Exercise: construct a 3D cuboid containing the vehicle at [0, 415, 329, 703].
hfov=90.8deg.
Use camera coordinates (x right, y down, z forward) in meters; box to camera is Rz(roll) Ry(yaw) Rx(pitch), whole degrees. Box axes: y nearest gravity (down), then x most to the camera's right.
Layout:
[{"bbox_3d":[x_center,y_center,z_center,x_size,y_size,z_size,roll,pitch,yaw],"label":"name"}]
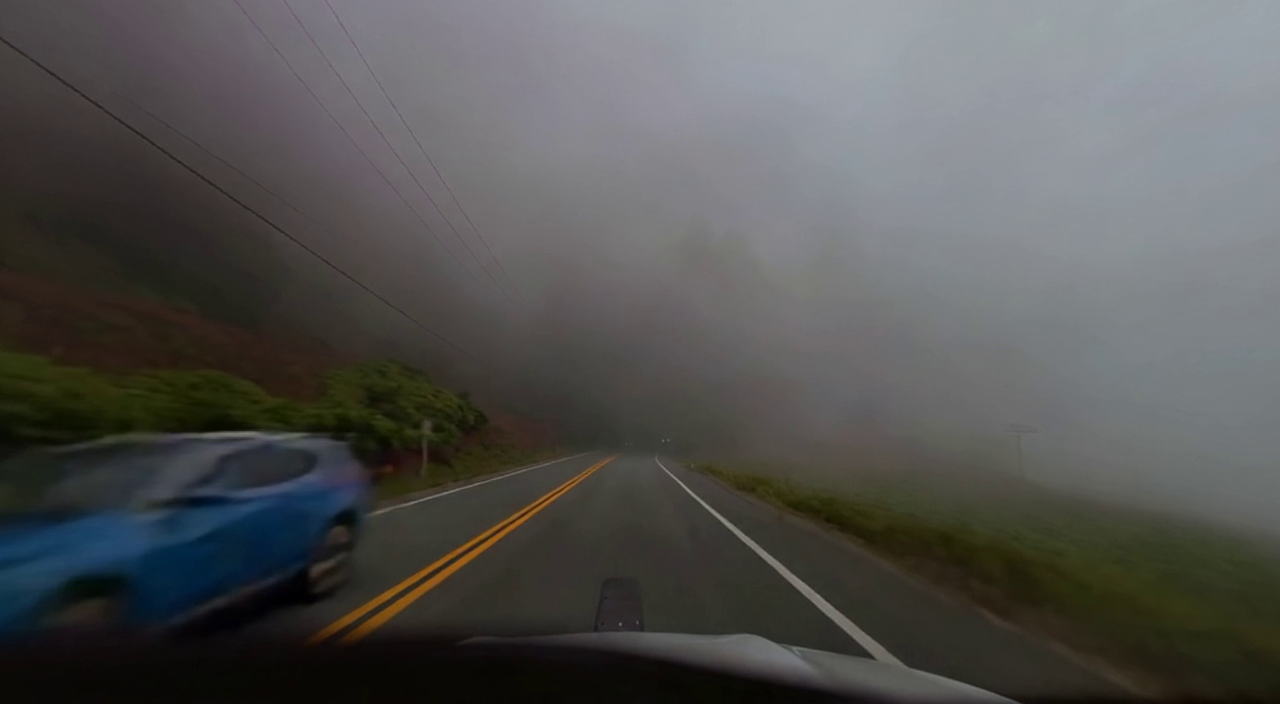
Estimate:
[{"bbox_3d":[-3.598,1.063,2.887,2.083,1.486,4.446,0,-9,0],"label":"vehicle"}]
